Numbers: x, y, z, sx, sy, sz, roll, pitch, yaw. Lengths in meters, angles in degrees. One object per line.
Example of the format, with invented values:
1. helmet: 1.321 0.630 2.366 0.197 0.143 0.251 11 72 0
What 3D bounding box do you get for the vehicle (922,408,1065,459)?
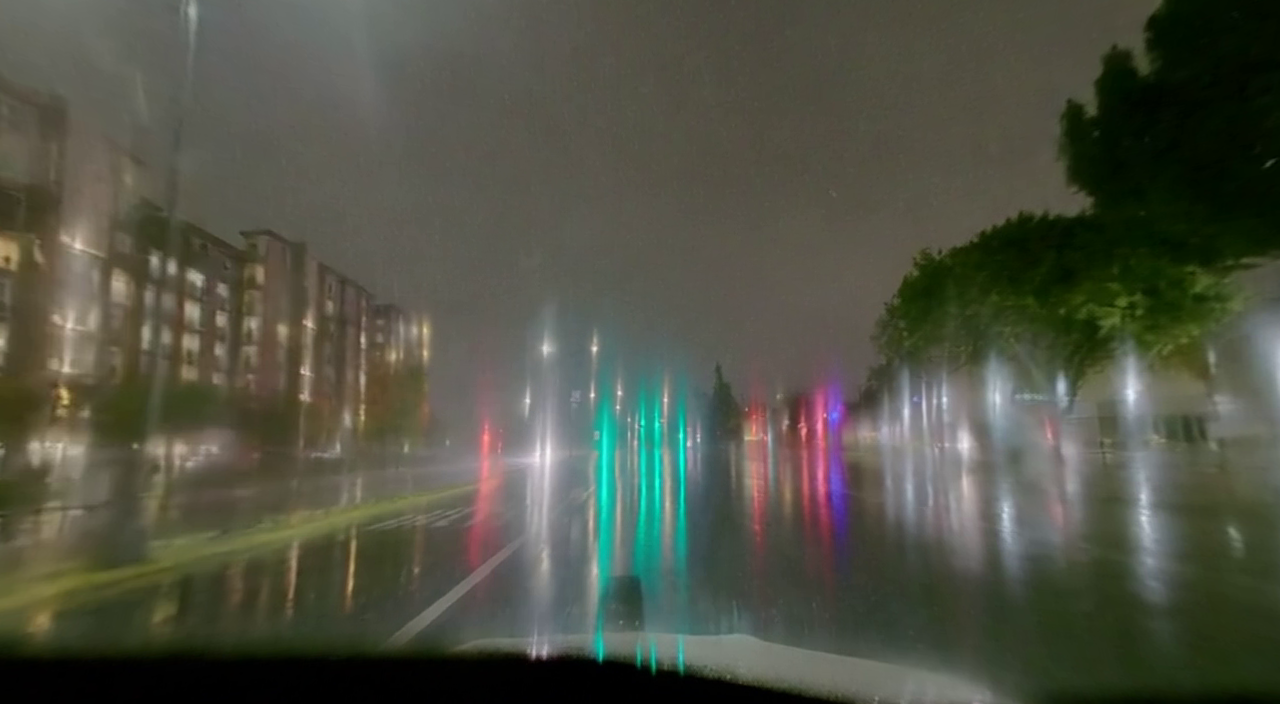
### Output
1. vehicle: 19.642 4.585 35.356 6.543 2.736 2.324 0 -9 -2
